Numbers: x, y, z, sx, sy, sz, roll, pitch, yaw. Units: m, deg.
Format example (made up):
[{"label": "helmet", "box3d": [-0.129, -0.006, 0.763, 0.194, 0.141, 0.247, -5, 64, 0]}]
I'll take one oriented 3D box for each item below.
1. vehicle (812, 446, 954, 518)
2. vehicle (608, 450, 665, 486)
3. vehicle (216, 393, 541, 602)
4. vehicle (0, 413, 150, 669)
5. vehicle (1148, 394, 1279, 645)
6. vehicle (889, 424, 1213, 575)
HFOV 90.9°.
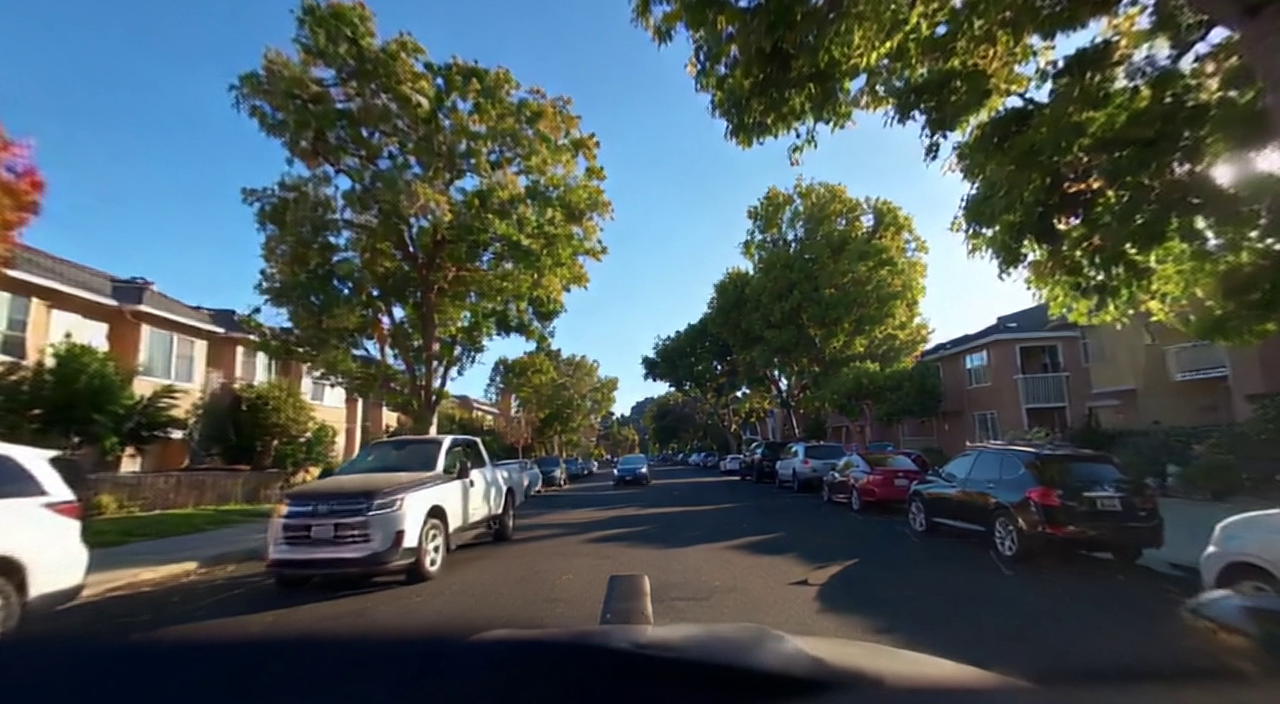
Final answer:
[{"label": "vehicle", "box3d": [5.923, 3.181, 16.045, 1.876, 1.538, 4.447, 0, -9, 1]}, {"label": "vehicle", "box3d": [-0.075, 5.107, 28.097, 1.971, 1.476, 4.593, -1, -9, 6]}, {"label": "vehicle", "box3d": [-2.991, 1.823, 8.810, 2.197, 2.047, 4.985, -1, -9, 3]}, {"label": "vehicle", "box3d": [-5.504, 1.169, 3.367, 2.002, 1.774, 4.568, -1, -9, 1]}, {"label": "vehicle", "box3d": [5.571, 1.008, 3.313, 2.111, 1.771, 4.520, -1, -9, 3]}, {"label": "vehicle", "box3d": [5.692, 2.068, 9.669, 1.937, 1.722, 4.575, -1, -9, 2]}]
